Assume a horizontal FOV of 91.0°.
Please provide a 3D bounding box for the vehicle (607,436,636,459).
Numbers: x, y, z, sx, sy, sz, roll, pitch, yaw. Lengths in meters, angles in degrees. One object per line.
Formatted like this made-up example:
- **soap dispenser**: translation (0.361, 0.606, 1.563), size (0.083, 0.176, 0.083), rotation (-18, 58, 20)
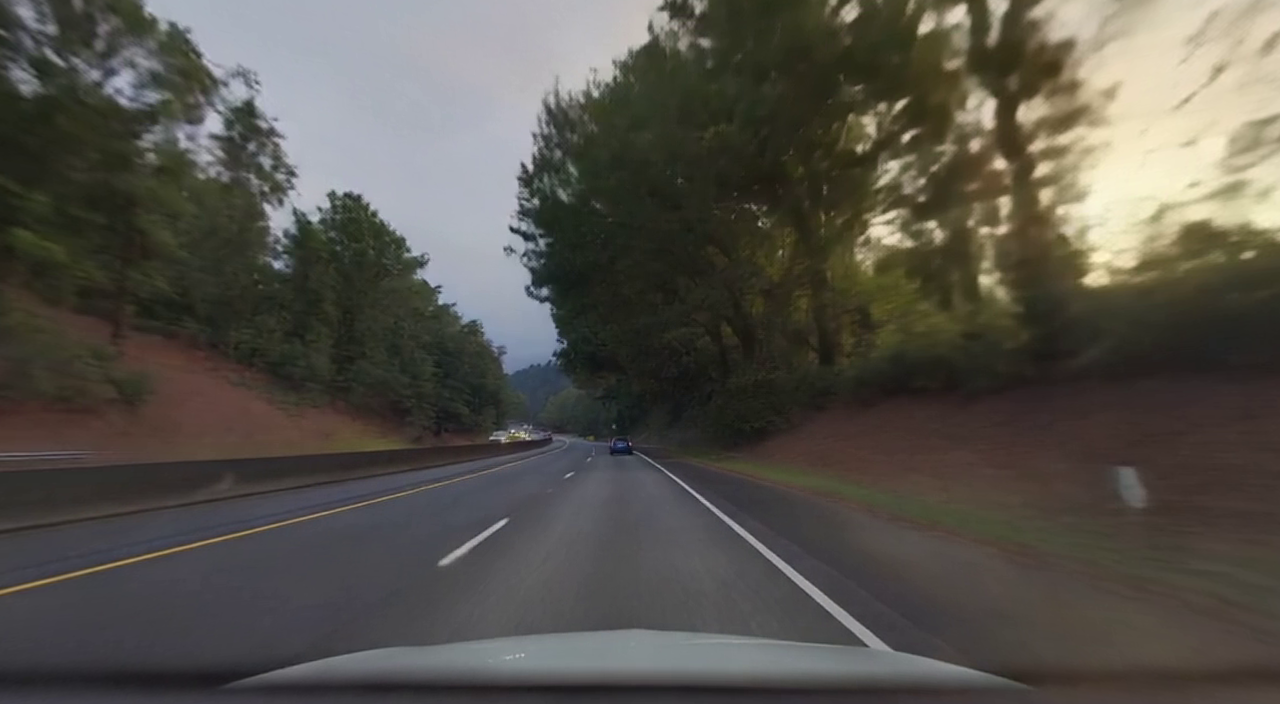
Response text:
- **vehicle**: translation (-1.397, 6.881, 45.461), size (2.004, 1.515, 3.968), rotation (0, -8, -3)
